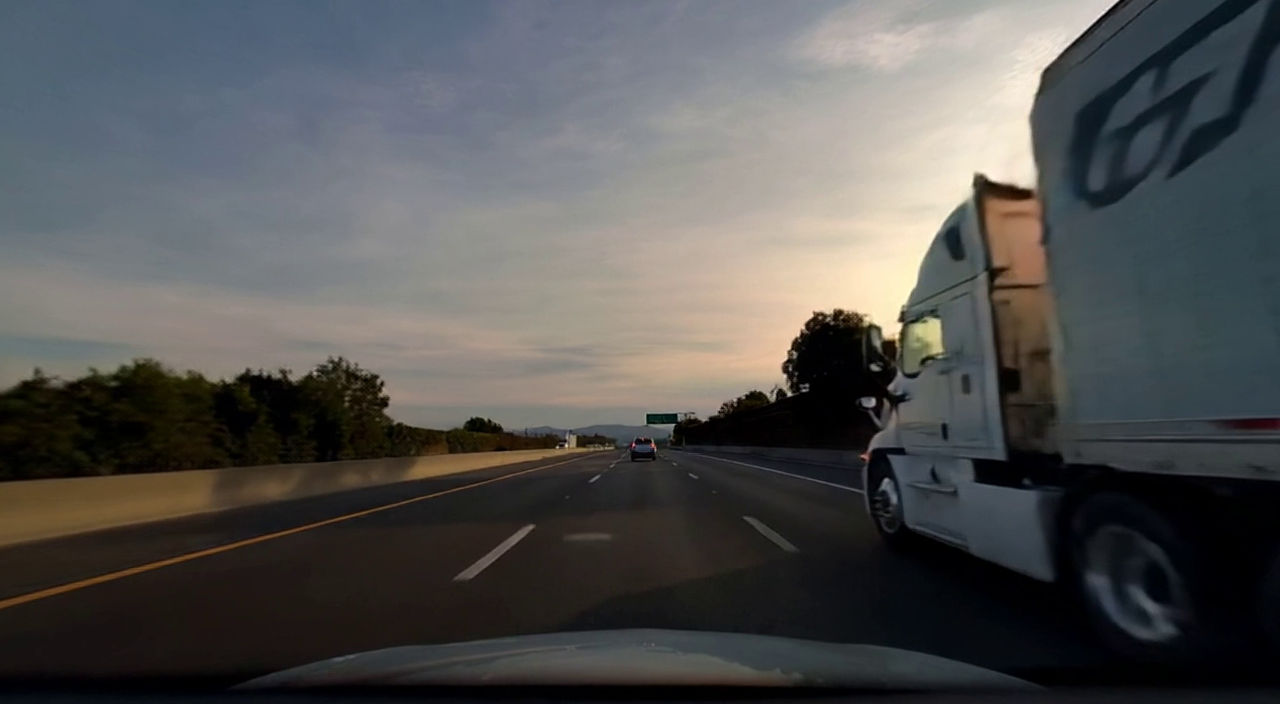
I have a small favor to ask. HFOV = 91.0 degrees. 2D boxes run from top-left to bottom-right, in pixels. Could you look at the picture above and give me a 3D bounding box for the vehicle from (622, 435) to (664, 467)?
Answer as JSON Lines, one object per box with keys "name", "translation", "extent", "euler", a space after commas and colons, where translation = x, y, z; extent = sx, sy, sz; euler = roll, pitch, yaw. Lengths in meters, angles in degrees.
{"name": "vehicle", "translation": [0.163, 5.345, 34.207], "extent": [2.111, 1.635, 4.177], "euler": [0, -8, 0]}
